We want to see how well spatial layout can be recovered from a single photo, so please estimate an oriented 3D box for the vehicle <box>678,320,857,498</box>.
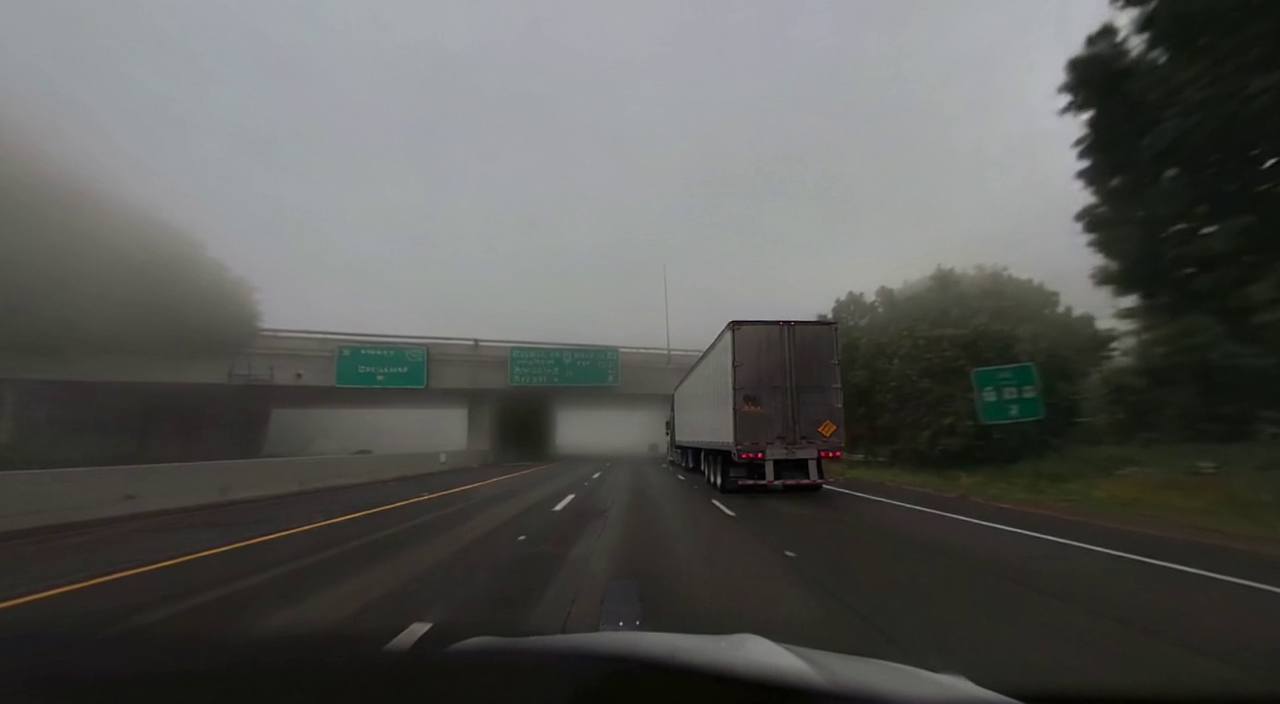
[{"bbox_3d":[3.435,2.541,22.912,2.743,4.160,16.408,0,-9,-1],"label":"vehicle"}]
